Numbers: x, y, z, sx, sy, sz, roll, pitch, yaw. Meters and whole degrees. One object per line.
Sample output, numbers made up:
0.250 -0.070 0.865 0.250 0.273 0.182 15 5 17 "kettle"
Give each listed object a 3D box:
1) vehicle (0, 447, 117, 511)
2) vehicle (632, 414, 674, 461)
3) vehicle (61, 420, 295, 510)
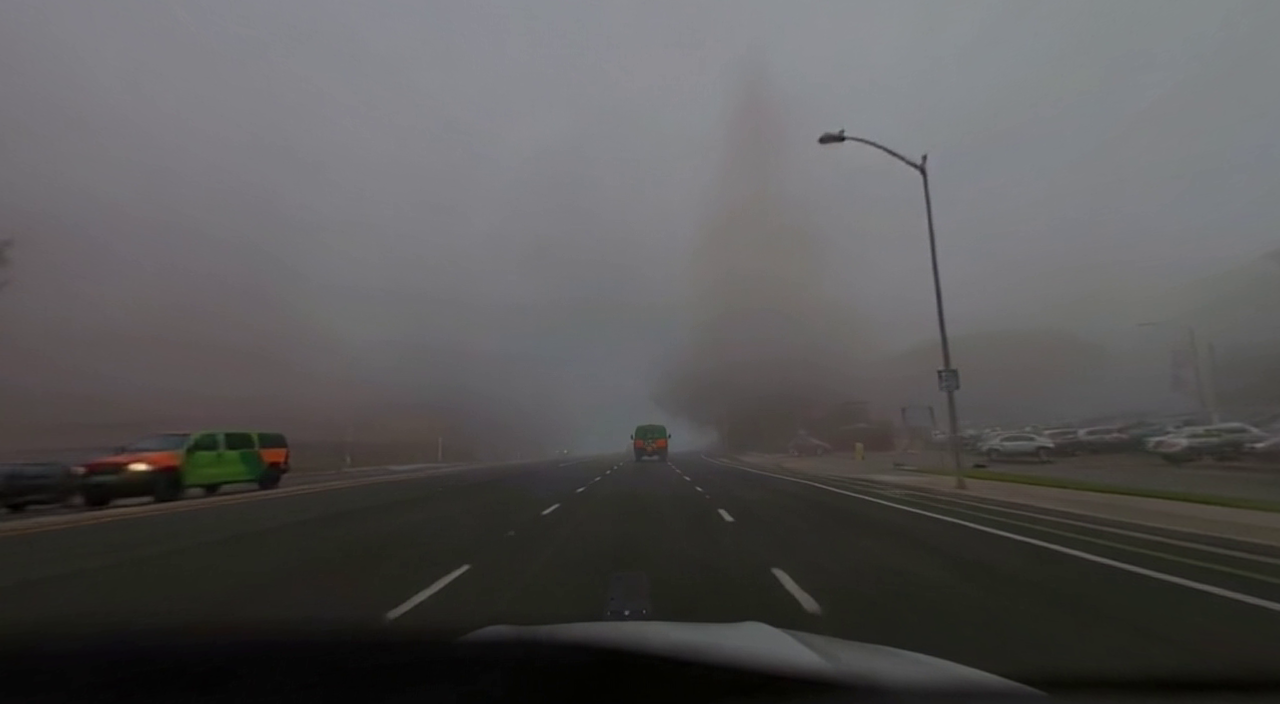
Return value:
-19.392 3.831 19.354 2.165 1.795 5.003 0 -8 3 "vehicle"
0.838 6.467 47.157 2.843 3.120 10.422 0 -8 0 "vehicle"
-11.514 2.841 16.358 2.155 1.941 4.977 0 -8 2 "vehicle"
